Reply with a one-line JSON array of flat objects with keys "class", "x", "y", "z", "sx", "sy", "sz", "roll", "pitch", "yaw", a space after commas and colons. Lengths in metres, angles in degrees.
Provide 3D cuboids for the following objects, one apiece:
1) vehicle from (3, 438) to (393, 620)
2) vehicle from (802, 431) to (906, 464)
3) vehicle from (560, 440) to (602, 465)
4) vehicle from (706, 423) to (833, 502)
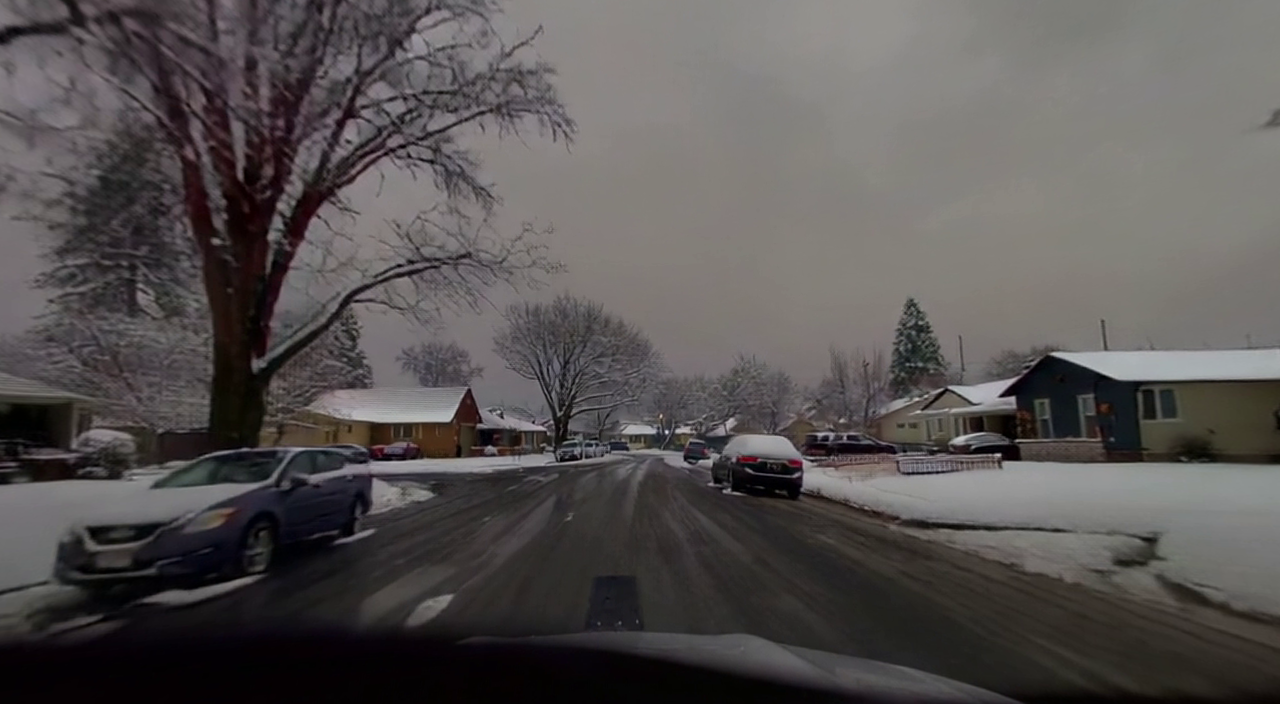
[{"class": "vehicle", "x": -4.788, "y": 1.866, "z": 7.934, "sx": 1.981, "sy": 1.463, "sz": 4.631, "roll": 0, "pitch": -7, "yaw": -6}, {"class": "vehicle", "x": 11.247, "y": 5.055, "z": 33.409, "sx": 4.781, "sy": 1.700, "sz": 1.914, "roll": 1, "pitch": -9, "yaw": -4}, {"class": "vehicle", "x": -4.586, "y": 7.837, "z": 49.517, "sx": 2.041, "sy": 1.762, "sz": 4.508, "roll": -3, "pitch": -8, "yaw": 11}, {"class": "vehicle", "x": 3.270, "y": 2.937, "z": 17.157, "sx": 2.228, "sy": 1.813, "sz": 4.901, "roll": 0, "pitch": -9, "yaw": -2}]
